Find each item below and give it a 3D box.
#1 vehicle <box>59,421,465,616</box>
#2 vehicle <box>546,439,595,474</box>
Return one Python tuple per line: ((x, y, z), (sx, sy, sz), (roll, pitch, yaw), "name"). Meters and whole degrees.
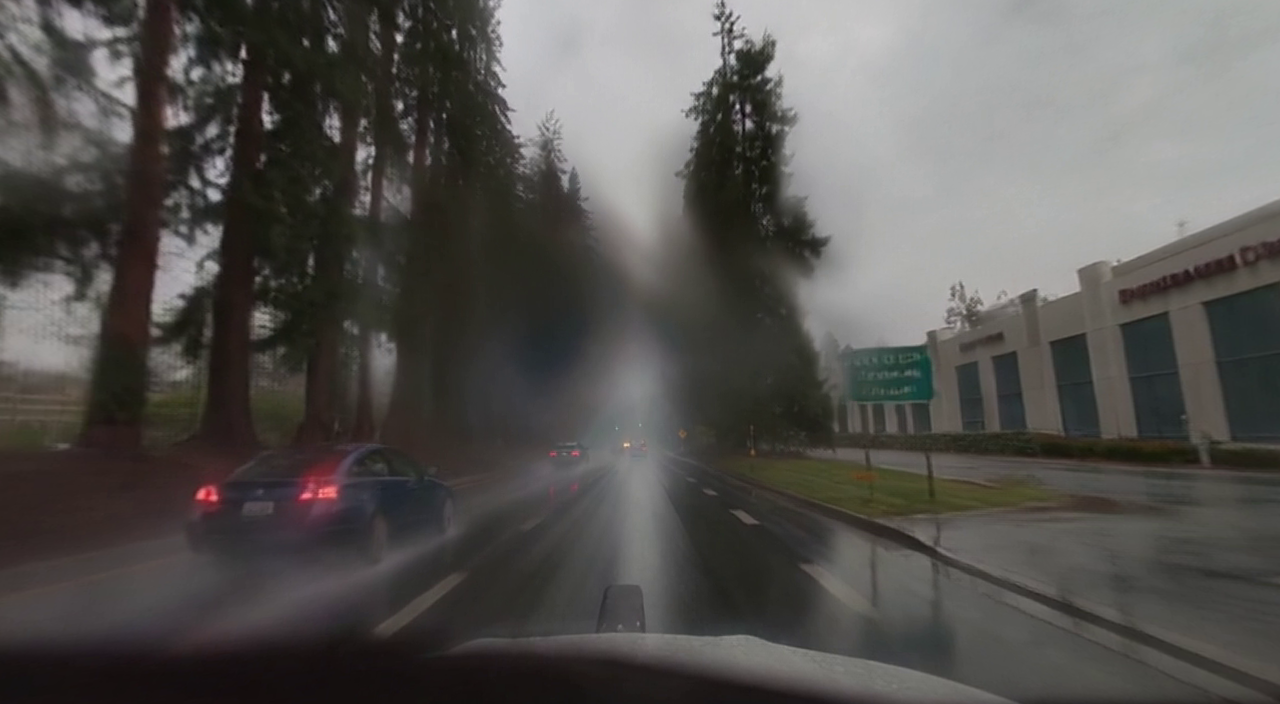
((-3.524, 1.611, 7.110), (1.862, 1.478, 4.369), (0, -8, 0), "vehicle")
((-3.355, 5.121, 31.285), (1.942, 1.588, 4.172), (0, -8, 1), "vehicle")
